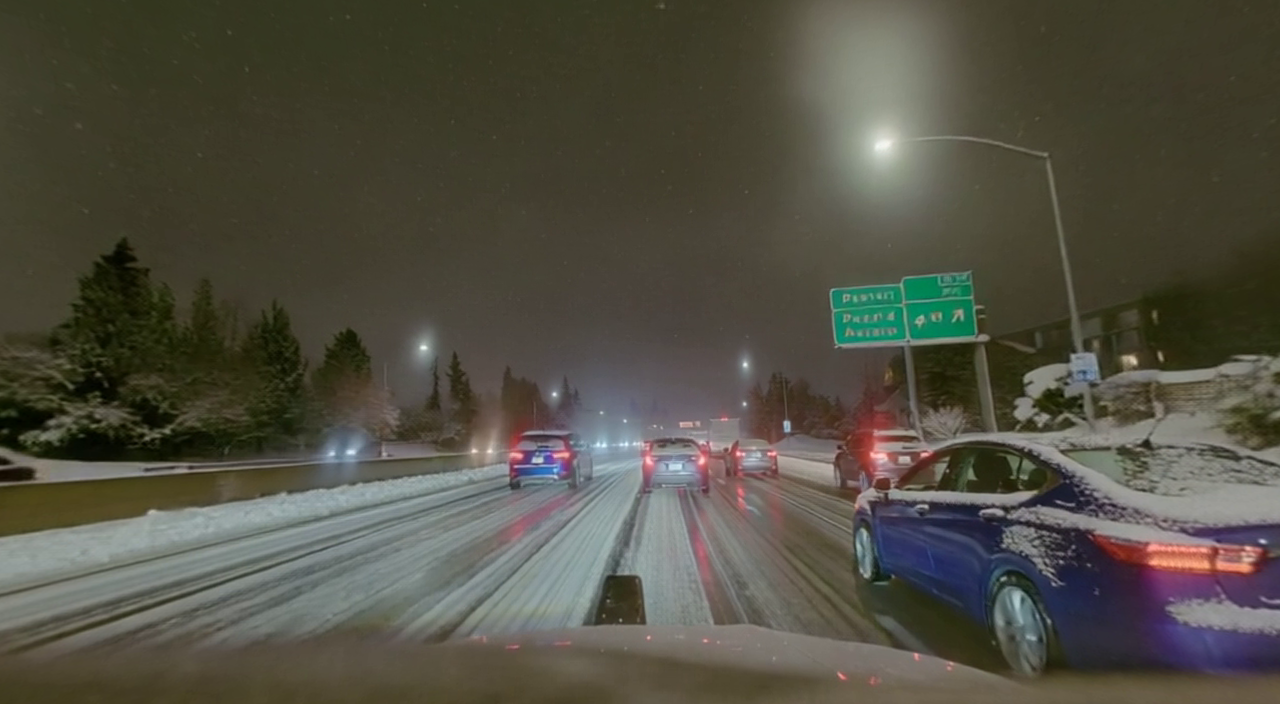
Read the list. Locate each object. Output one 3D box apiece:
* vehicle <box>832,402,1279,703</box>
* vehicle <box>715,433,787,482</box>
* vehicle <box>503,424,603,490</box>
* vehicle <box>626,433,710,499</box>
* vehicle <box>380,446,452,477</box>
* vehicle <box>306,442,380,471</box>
[{"bbox_3d":[3.126,1.285,4.663,2.009,1.489,4.559,0,-9,1],"label":"vehicle"},{"bbox_3d":[4.121,4.021,24.127,2.076,1.684,4.241,0,-9,2],"label":"vehicle"},{"bbox_3d":[-2.786,3.565,21.657,2.434,1.965,5.305,0,-9,3],"label":"vehicle"},{"bbox_3d":[0.773,3.133,17.622,2.074,1.614,3.803,0,-9,2],"label":"vehicle"},{"bbox_3d":[-11.645,5.714,33.046,1.906,1.499,4.426,-1,-9,4],"label":"vehicle"},{"bbox_3d":[-18.103,6.392,38.646,1.999,1.683,4.555,-1,-9,4],"label":"vehicle"}]
